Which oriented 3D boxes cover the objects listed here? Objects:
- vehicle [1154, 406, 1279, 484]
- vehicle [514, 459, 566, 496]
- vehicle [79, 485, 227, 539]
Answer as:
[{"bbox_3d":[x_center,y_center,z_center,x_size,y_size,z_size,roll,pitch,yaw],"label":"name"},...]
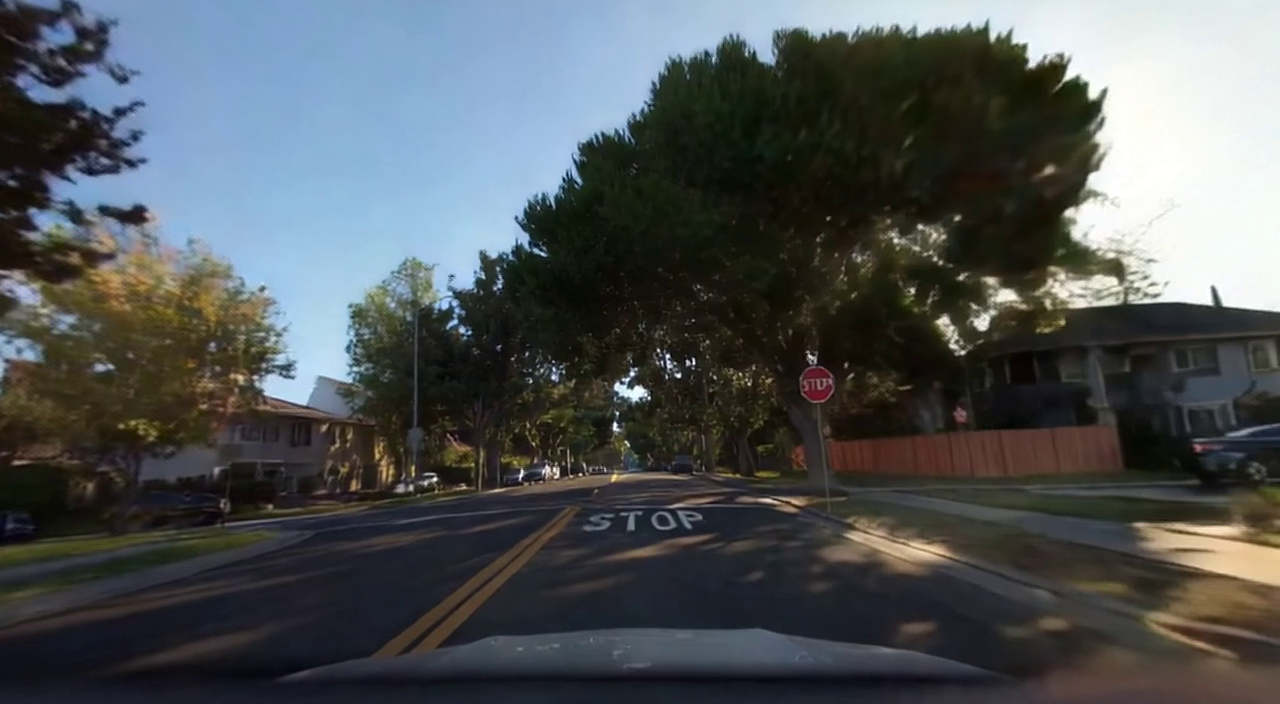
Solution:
[{"bbox_3d":[16.816,2.365,16.221,4.982,1.874,2.133,-3,-9,13],"label":"vehicle"},{"bbox_3d":[-5.984,7.567,38.388,2.149,1.823,4.613,-7,-10,1],"label":"vehicle"},{"bbox_3d":[-18.467,6.048,24.028,4.274,1.626,2.093,-5,-9,11],"label":"vehicle"}]
